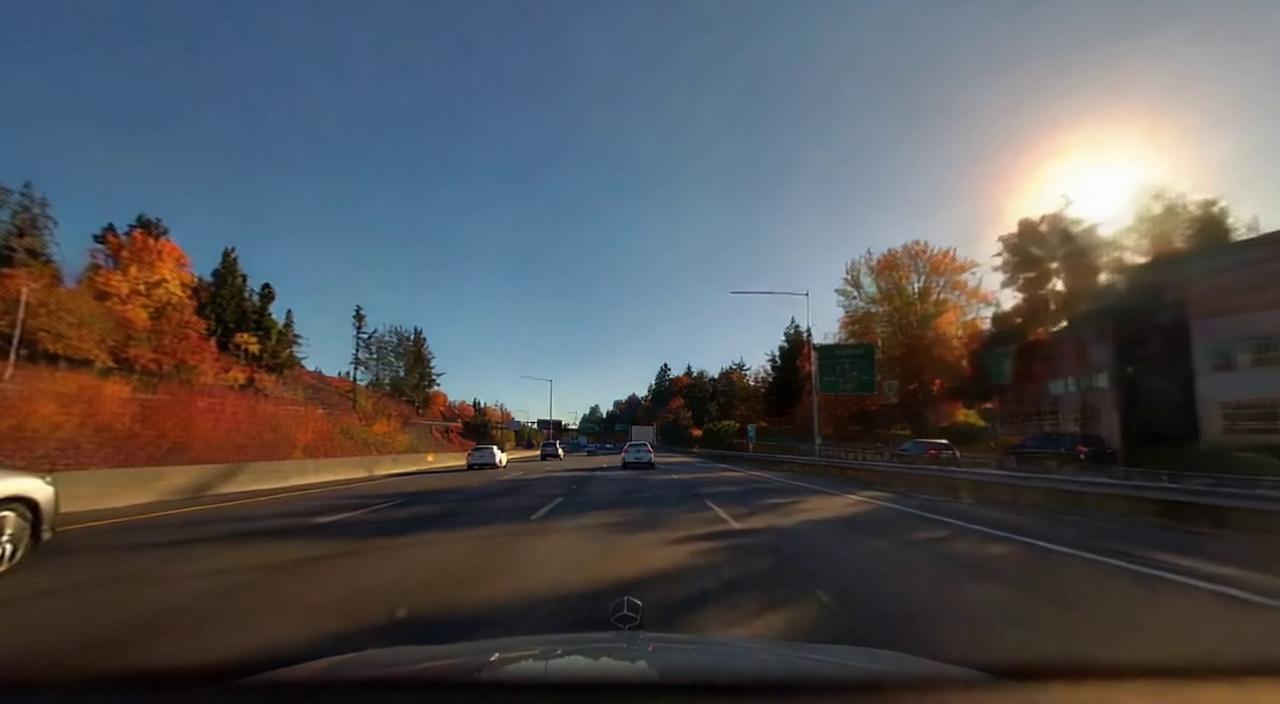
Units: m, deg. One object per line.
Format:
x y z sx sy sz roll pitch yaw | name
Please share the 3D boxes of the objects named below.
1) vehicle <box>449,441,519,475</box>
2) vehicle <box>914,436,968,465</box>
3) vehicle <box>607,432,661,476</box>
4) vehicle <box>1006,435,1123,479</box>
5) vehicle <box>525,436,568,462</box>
-7.314 5.004 30.019 2.074 1.495 4.643 0 -9 1 | vehicle
20.327 6.651 42.760 2.242 1.835 4.667 -2 -9 12 | vehicle
-0.241 4.651 28.916 2.245 1.863 4.801 0 -9 0 | vehicle
17.683 4.383 26.567 2.019 1.657 4.582 -1 -9 5 | vehicle
-7.192 7.609 49.340 2.328 1.927 5.880 0 -9 1 | vehicle
